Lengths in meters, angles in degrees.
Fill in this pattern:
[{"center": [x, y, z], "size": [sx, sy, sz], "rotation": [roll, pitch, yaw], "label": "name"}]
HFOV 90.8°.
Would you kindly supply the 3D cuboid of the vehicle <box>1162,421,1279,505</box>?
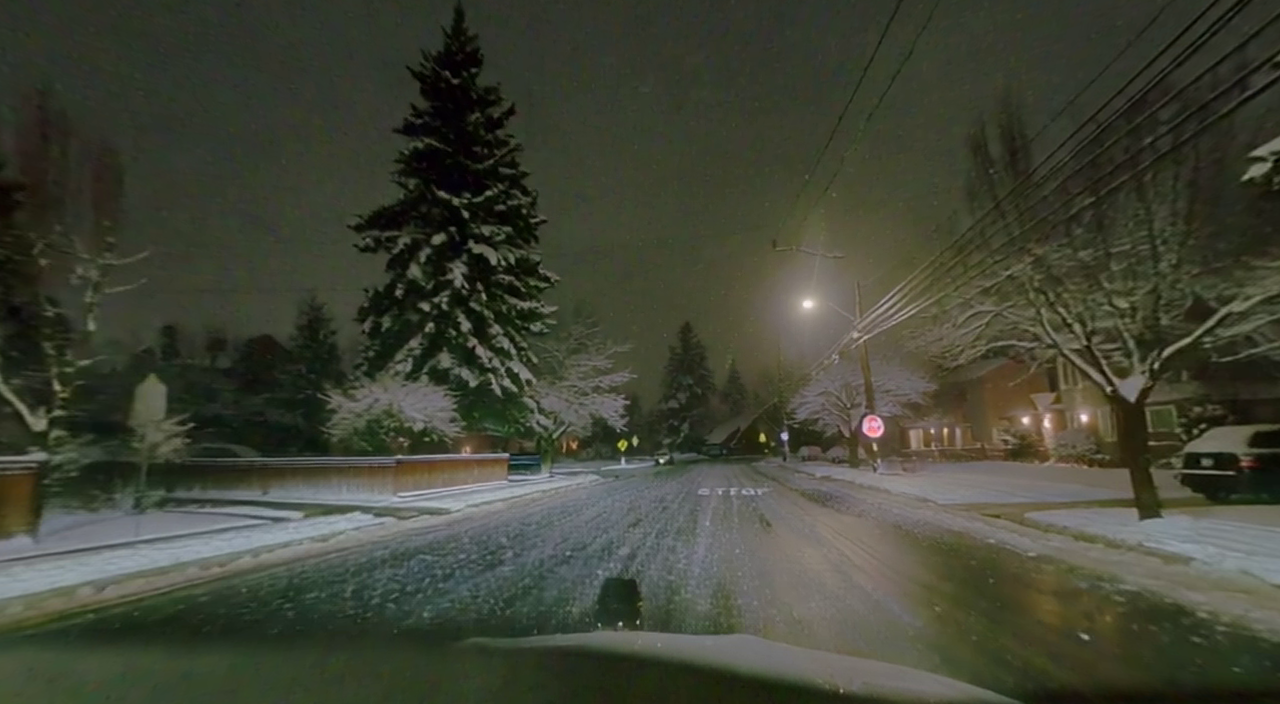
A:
[{"center": [13.823, 2.247, 13.092], "size": [4.589, 1.526, 2.133], "rotation": [1, -9, -13], "label": "vehicle"}]
